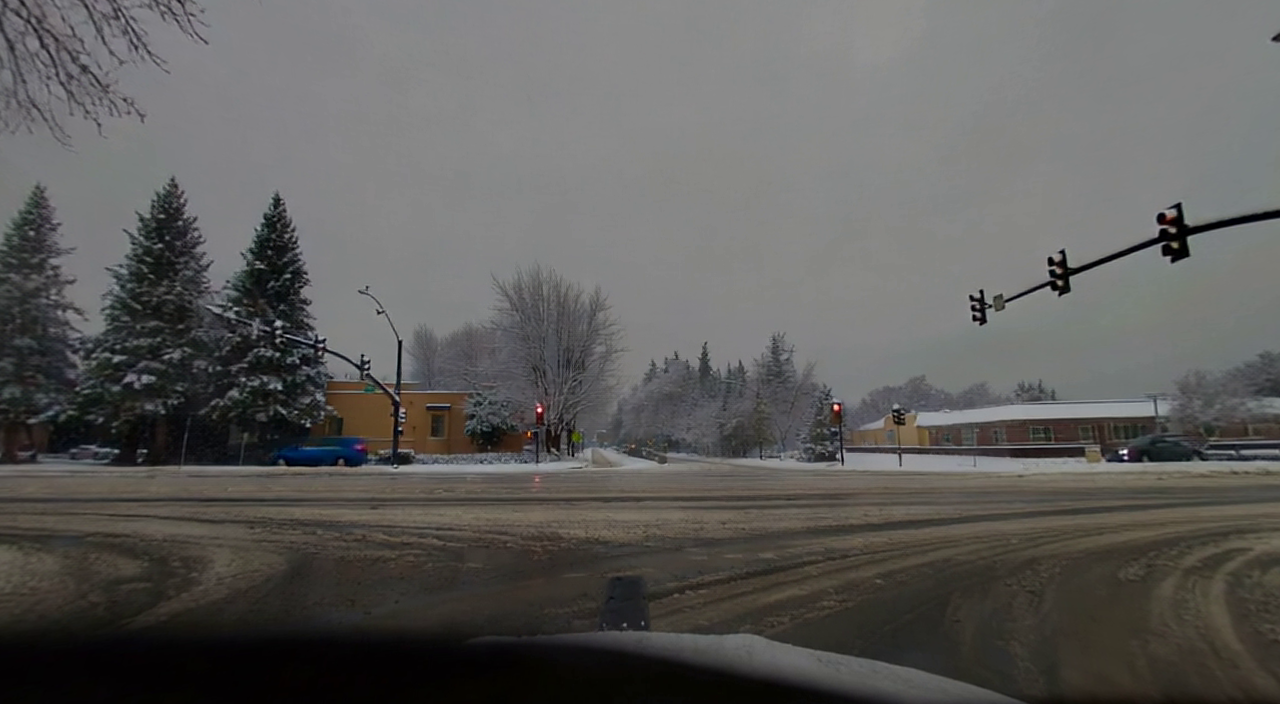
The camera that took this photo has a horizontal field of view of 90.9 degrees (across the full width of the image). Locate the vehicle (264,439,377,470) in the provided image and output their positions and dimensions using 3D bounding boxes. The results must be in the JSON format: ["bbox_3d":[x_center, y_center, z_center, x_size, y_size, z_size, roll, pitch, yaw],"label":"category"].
[{"bbox_3d":[-15.973,5.154,31.664,4.681,1.465,1.820,0,-9,1],"label":"vehicle"}]

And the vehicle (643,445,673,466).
[{"bbox_3d":[1.280,7.633,46.465,2.132,1.449,4.235,0,-9,0],"label":"vehicle"}]
